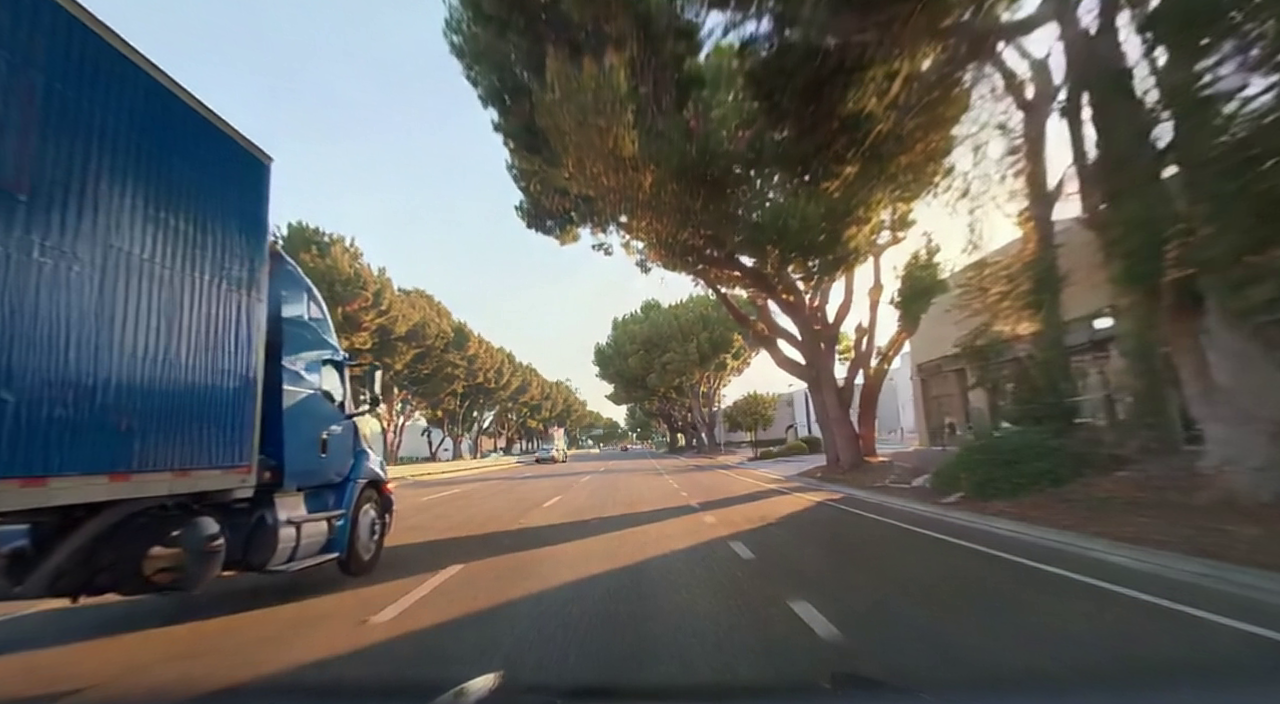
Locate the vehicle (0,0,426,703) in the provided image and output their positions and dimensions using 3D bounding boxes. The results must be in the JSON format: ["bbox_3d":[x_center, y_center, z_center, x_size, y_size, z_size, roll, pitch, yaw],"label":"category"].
[{"bbox_3d":[-3.559,-0.015,1.931,2.910,3.419,8.376,0,-8,-1],"label":"vehicle"}]

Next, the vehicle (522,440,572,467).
[{"bbox_3d":[-7.000,7.743,48.438,2.743,1.832,7.257,0,-8,0],"label":"vehicle"}]
